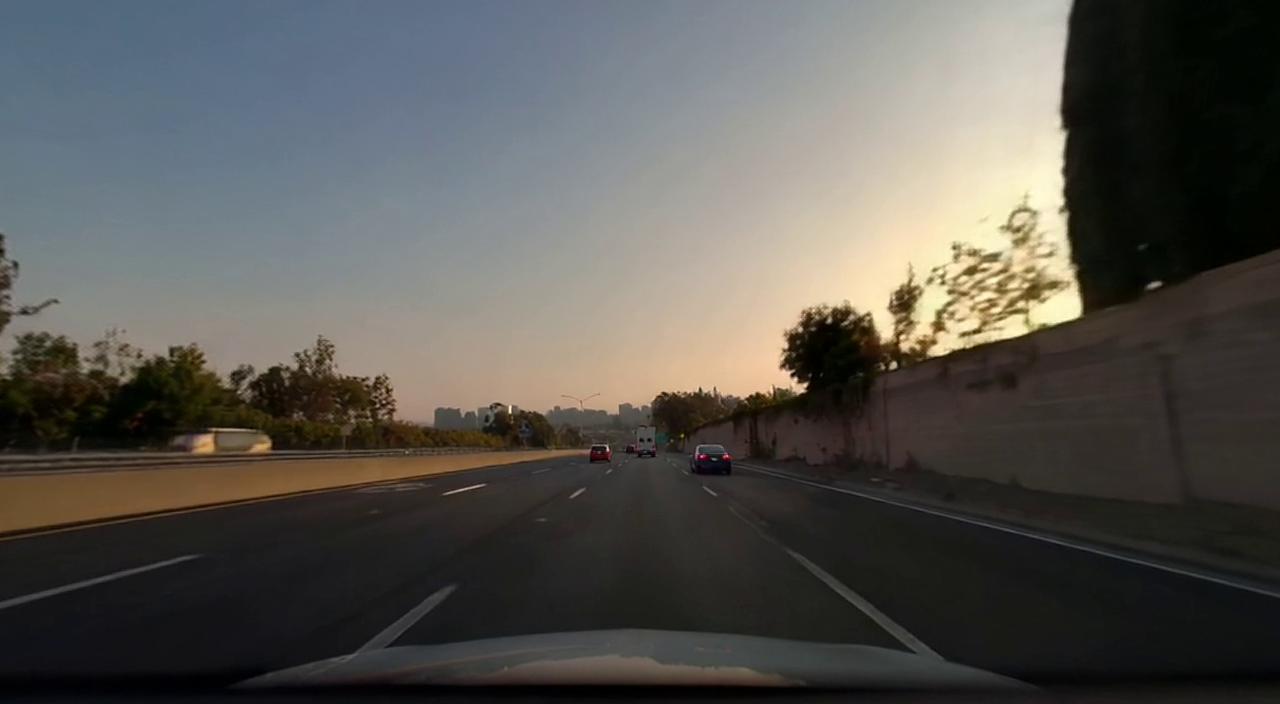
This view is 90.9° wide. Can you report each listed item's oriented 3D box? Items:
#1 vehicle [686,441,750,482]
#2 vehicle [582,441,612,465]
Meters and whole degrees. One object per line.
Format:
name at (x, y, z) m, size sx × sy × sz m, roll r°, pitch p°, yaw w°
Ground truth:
vehicle at (3.158, 4.536, 26.431) m, size 1.973 × 1.536 × 4.337 m, roll 0°, pitch -9°, yaw -2°
vehicle at (-3.357, 8.003, 49.951) m, size 2.014 × 1.811 × 4.369 m, roll 0°, pitch -9°, yaw 1°
